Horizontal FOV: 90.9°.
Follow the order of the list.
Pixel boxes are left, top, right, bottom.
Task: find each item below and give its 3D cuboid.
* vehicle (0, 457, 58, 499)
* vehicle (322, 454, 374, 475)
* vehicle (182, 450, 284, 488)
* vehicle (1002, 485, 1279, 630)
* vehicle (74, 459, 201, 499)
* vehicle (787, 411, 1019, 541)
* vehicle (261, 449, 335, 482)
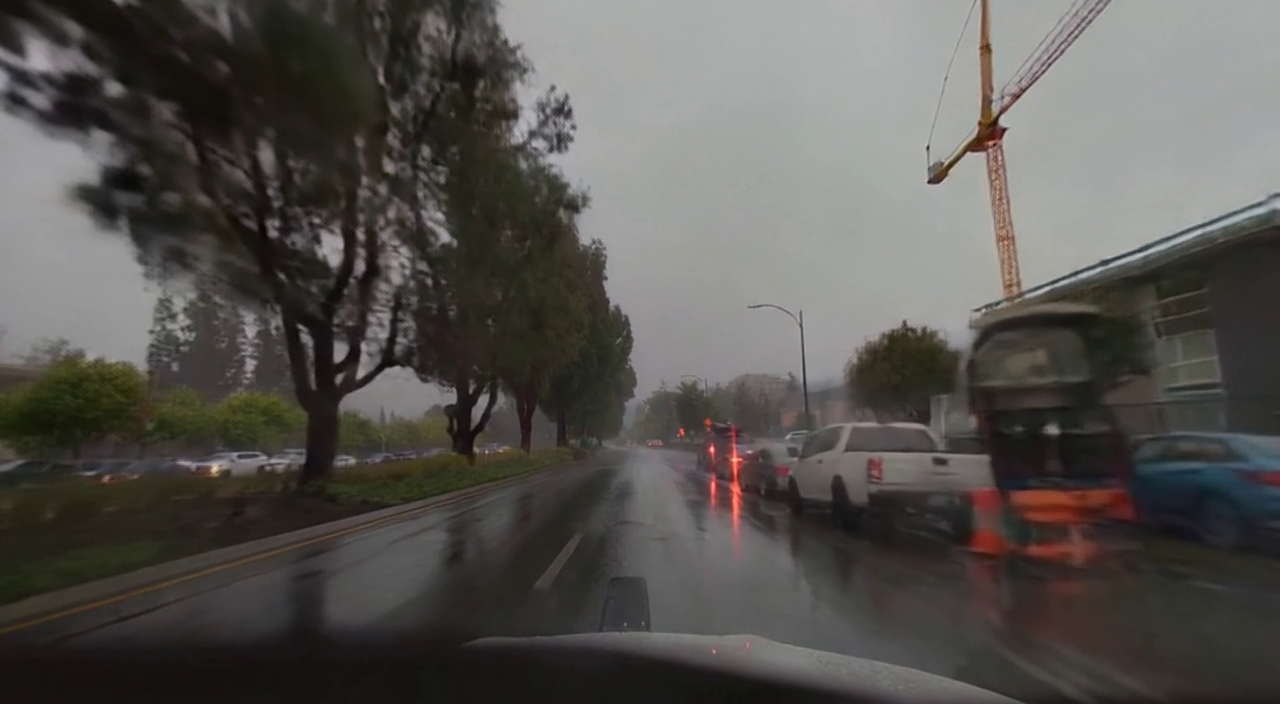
[{"bbox_3d":[-28.732,5.798,29.320,2.108,1.692,4.514,8,-12,-44],"label":"vehicle"},{"bbox_3d":[-21.658,8.324,46.923,1.834,1.441,4.416,0,-8,-2],"label":"vehicle"},{"bbox_3d":[-21.547,6.188,33.719,1.986,1.805,5.444,0,-8,-2],"label":"vehicle"},{"bbox_3d":[4.906,1.748,5.749,1.973,0.903,2.151,0,-8,3],"label":"vehicle"},{"bbox_3d":[-21.587,5.432,27.347,1.811,1.480,4.425,0,-8,0],"label":"vehicle"},{"bbox_3d":[4.319,2.115,11.428,2.050,1.832,4.794,0,-8,-1],"label":"vehicle"},{"bbox_3d":[-21.543,7.128,39.973,2.027,1.855,4.908,0,-8,-2],"label":"vehicle"}]
